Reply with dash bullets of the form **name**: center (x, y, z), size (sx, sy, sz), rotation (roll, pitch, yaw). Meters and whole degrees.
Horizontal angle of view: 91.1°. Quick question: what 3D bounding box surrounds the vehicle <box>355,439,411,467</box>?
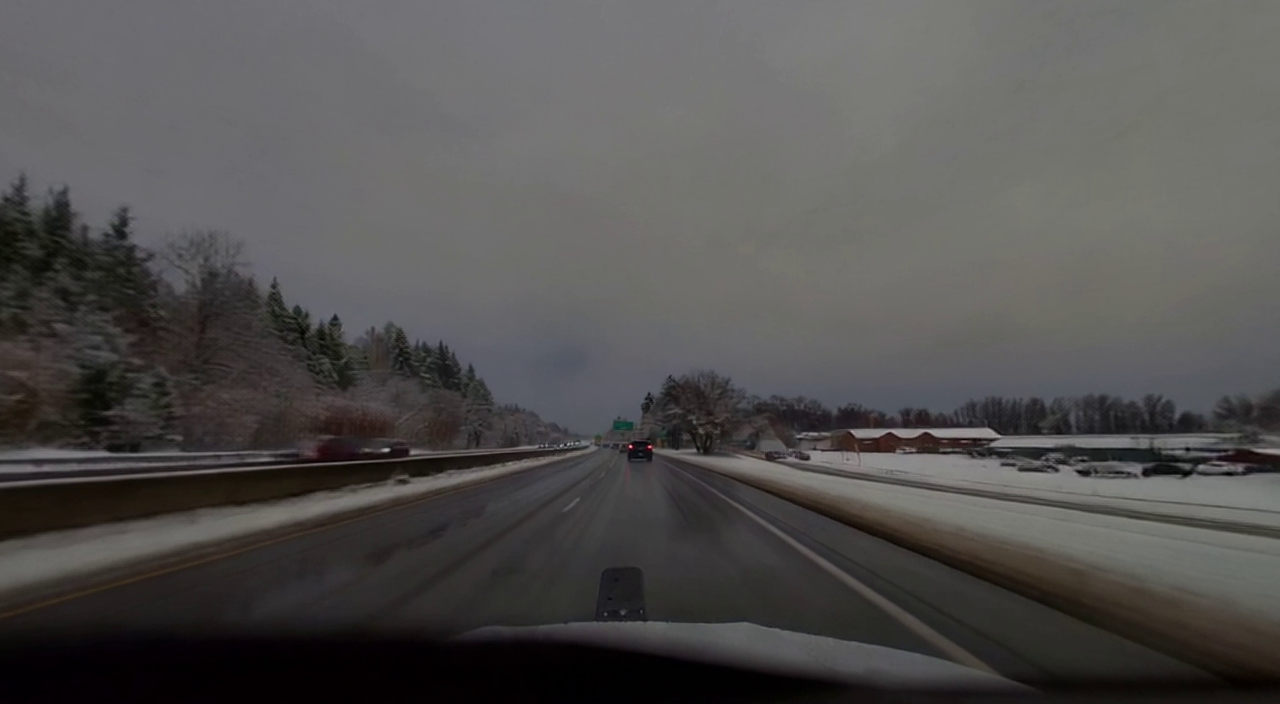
- **vehicle**: center (-18.336, 7.202, 45.104), size (2.038, 1.858, 4.819), rotation (0, -8, -1)

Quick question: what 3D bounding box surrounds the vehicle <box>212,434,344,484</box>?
- **vehicle**: center (-13.535, 4.007, 23.891), size (2.175, 1.683, 4.737), rotation (0, -8, 0)

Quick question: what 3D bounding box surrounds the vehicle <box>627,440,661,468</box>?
- **vehicle**: center (0.221, 6.594, 40.696), size (2.029, 1.666, 4.064), rotation (0, -8, -2)
